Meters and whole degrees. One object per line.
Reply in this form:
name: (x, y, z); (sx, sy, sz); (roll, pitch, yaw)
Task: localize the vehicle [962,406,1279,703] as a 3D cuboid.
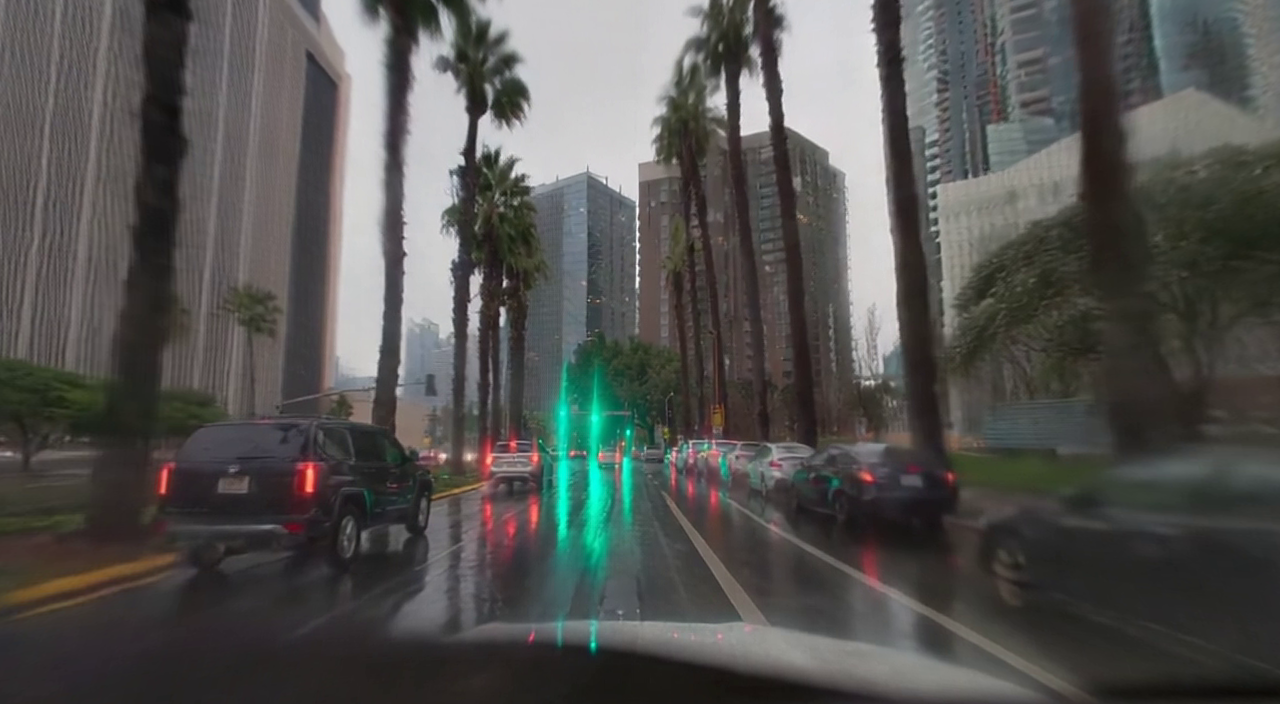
vehicle: (3.879, 1.047, 3.176); (1.925, 1.486, 4.744); (0, -8, -1)

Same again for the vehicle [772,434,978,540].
vehicle: (3.891, 2.304, 11.436); (1.873, 1.511, 4.523); (0, -8, -2)

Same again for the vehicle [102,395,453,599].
vehicle: (-3.859, 1.605, 7.775); (1.800, 1.797, 4.224); (0, -9, -1)

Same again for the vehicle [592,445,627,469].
vehicle: (-1.990, 6.726, 40.405); (2.036, 1.461, 3.890); (1, -9, -6)

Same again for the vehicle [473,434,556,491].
vehicle: (-4.150, 3.750, 21.637); (2.014, 1.740, 4.392); (0, -9, -1)
